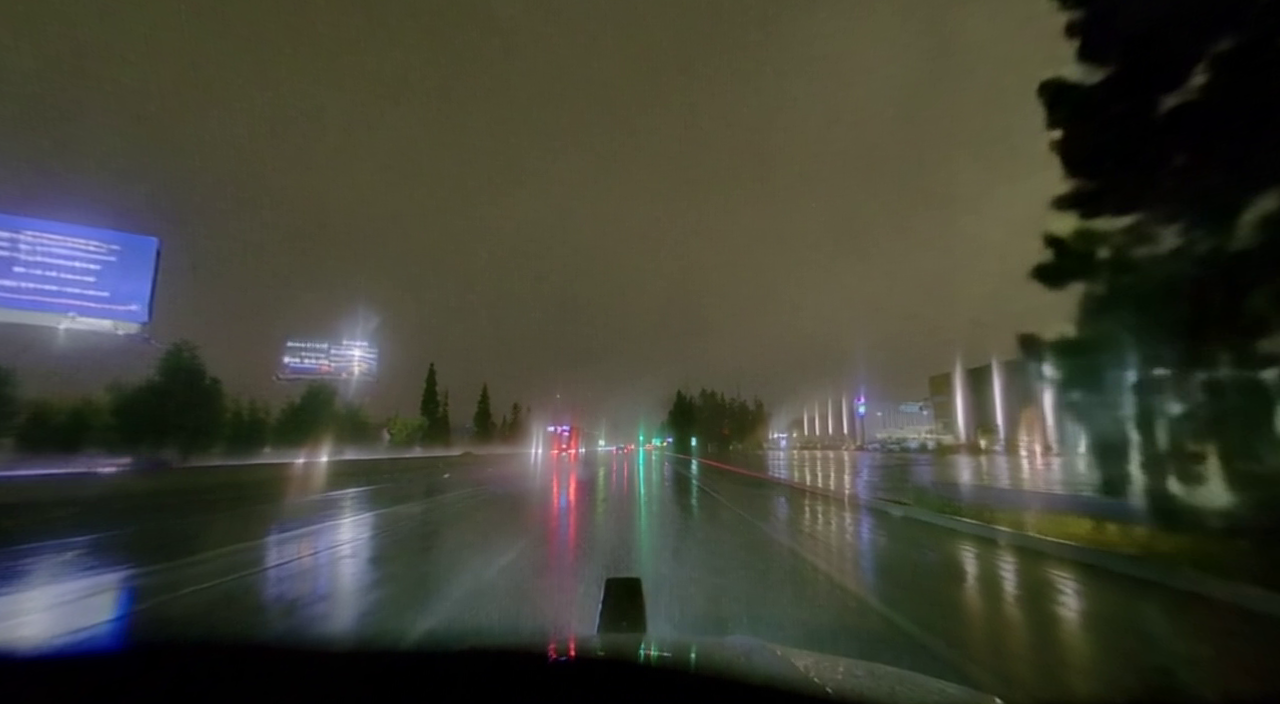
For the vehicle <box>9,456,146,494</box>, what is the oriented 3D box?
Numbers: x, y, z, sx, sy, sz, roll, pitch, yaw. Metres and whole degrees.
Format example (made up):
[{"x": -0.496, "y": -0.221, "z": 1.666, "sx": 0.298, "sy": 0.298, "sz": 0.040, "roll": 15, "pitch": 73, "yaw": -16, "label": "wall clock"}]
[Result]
[{"x": -24.592, "y": 5.349, "z": 27.833, "sx": 1.835, "sy": 1.448, "sz": 4.499, "roll": 0, "pitch": -8, "yaw": 1, "label": "vehicle"}]
